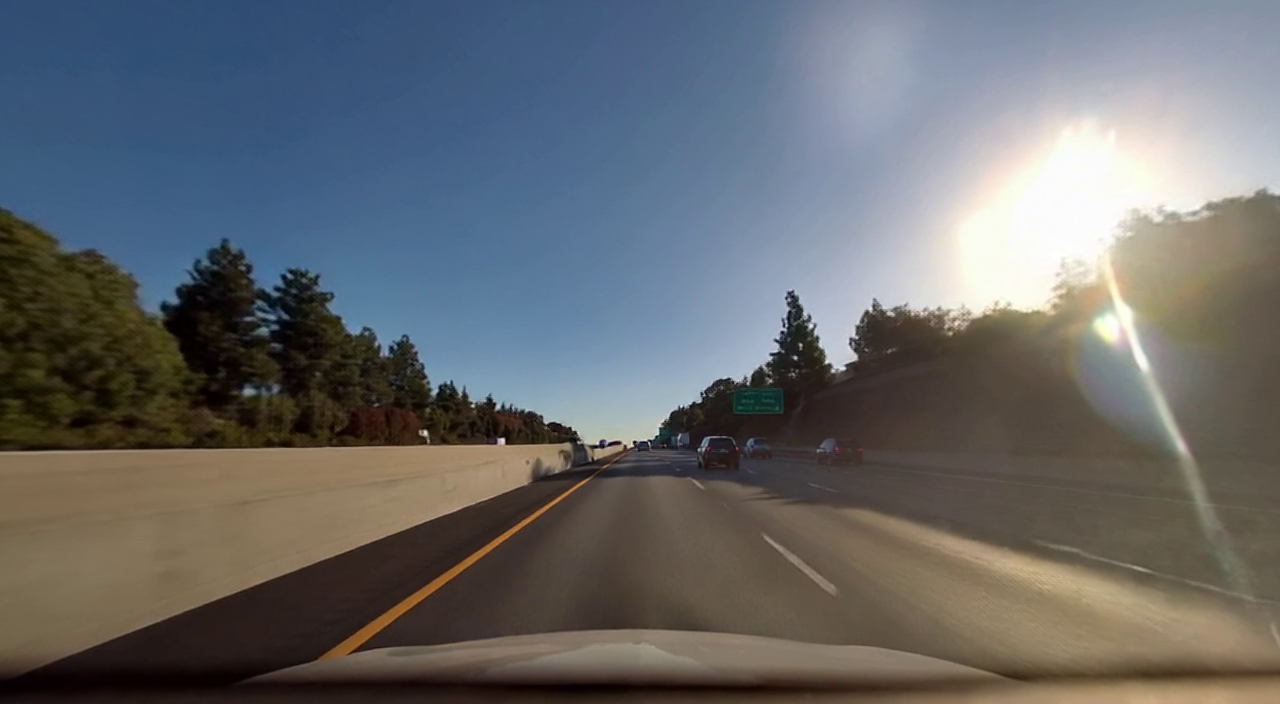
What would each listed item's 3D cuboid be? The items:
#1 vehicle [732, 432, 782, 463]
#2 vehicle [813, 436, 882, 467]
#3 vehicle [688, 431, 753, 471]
[{"bbox_3d":[7.158,5.895,38.935,2.178,1.749,4.570,0,-8,0],"label":"vehicle"},{"bbox_3d":[10.481,5.055,32.180,1.970,1.479,4.480,0,-8,0],"label":"vehicle"},{"bbox_3d":[3.554,4.475,28.629,2.326,1.644,4.206,0,-8,-1],"label":"vehicle"}]
